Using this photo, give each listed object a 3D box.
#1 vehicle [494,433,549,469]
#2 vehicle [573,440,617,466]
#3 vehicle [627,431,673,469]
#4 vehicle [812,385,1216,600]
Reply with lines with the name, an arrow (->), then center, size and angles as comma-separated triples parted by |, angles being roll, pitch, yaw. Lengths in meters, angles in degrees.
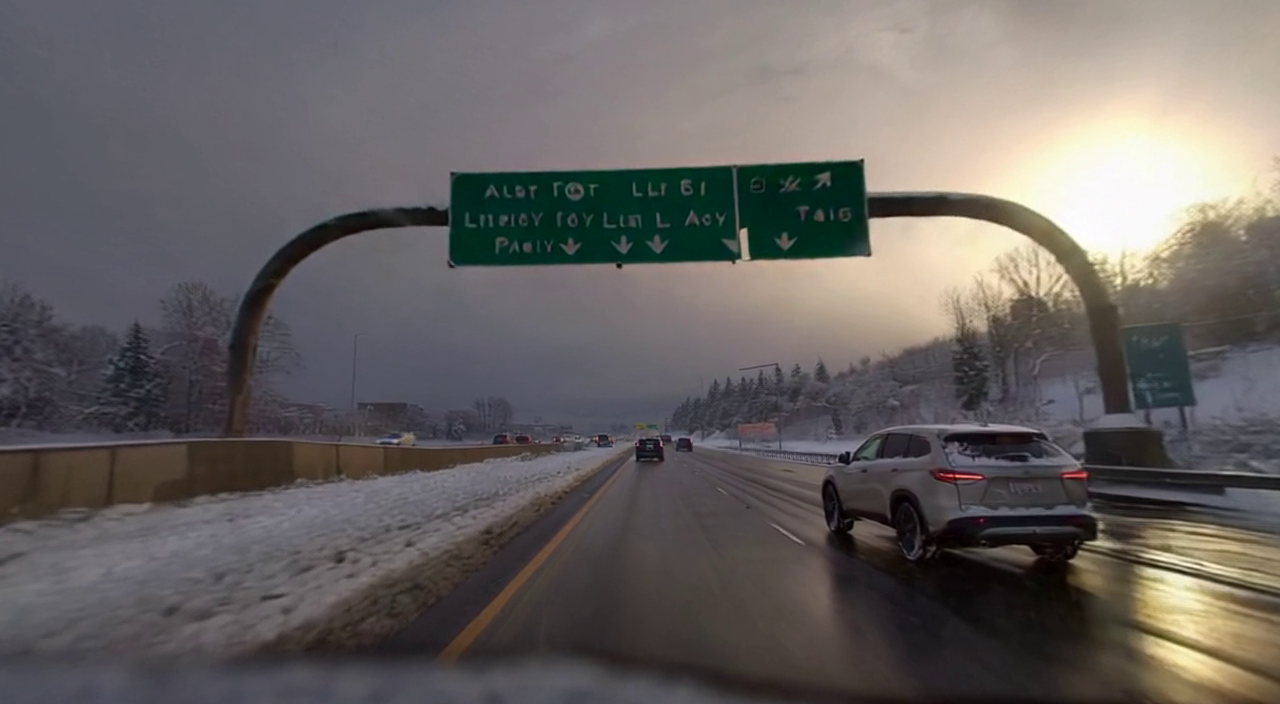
vehicle -> -5.931, 4.987, 31.969 | 1.946, 1.688, 4.019 | 0, -8, 1
vehicle -> -2.518, 5.789, 36.284 | 2.205, 1.406, 4.286 | 0, -8, 0
vehicle -> 0.537, 4.871, 31.332 | 2.133, 1.739, 3.925 | 0, -8, 2
vehicle -> 3.844, 1.539, 7.779 | 2.083, 1.823, 4.627 | 0, -8, 0
